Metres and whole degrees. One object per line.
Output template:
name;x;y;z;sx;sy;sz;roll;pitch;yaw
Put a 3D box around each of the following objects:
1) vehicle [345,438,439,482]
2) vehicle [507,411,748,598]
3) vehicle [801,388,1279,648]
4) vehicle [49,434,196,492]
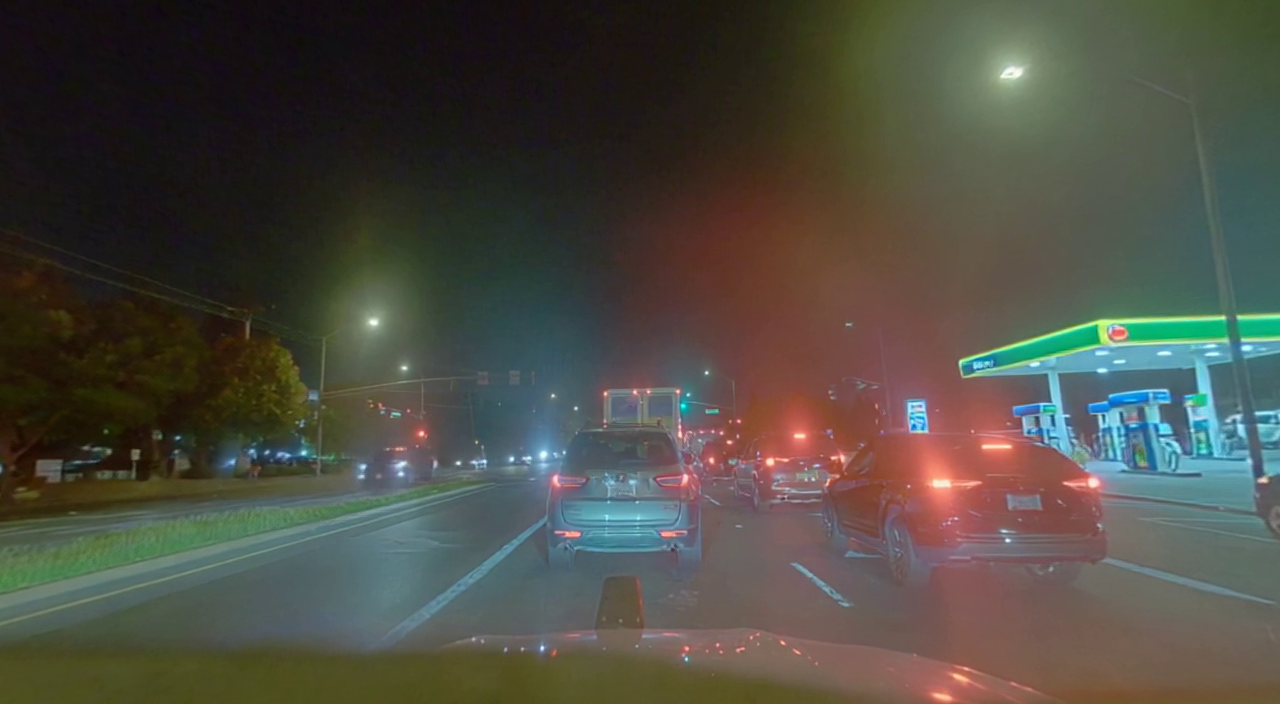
vehicle;-11.022;4.835;28.572;2.190;1.778;5.033;0;-9;0
vehicle;-0.154;1.615;7.474;2.106;1.613;3.697;0;-9;-1
vehicle;3.362;1.424;6.473;2.056;1.700;4.399;0;-9;-3
vehicle;-26.943;5.780;33.305;2.571;2.711;6.027;0;-9;0
